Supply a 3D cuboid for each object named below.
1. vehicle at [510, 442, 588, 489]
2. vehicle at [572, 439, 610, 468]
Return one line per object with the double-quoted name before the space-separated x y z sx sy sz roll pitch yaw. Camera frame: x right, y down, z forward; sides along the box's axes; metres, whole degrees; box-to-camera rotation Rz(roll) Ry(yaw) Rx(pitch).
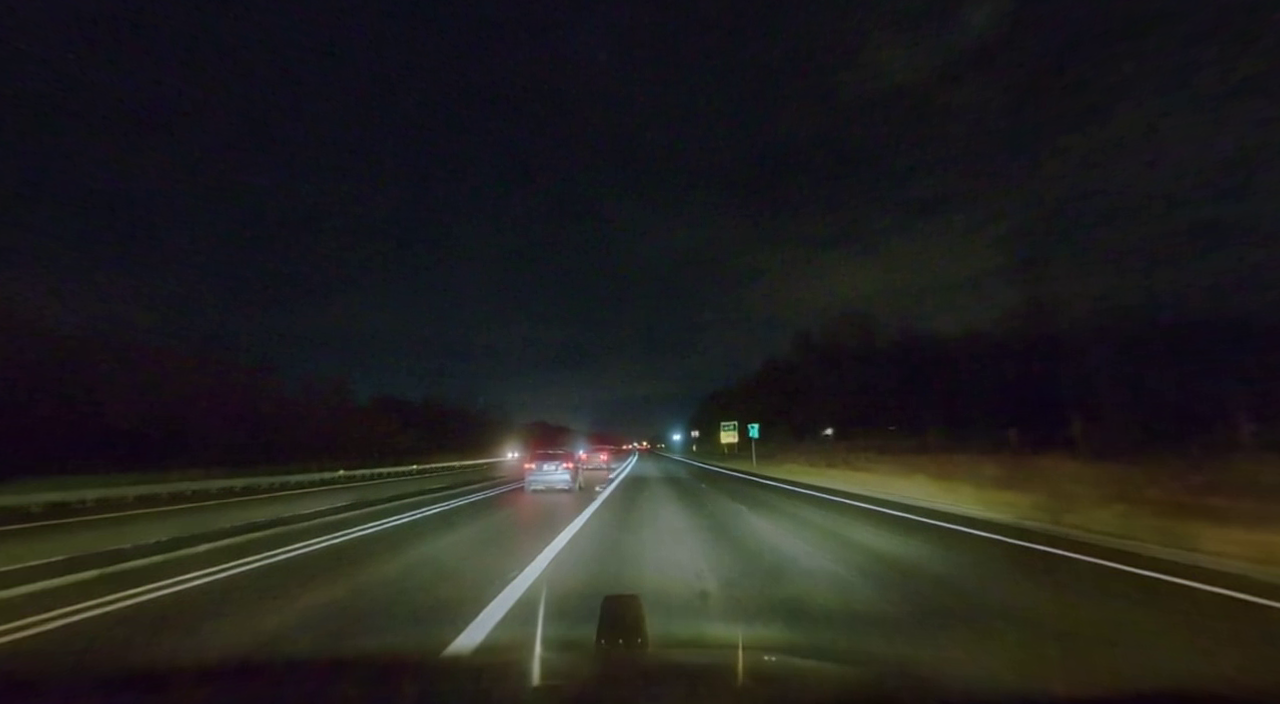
"vehicle" -3.166 4.080 22.947 2.044 1.527 4.607 0 -9 1
"vehicle" -3.279 6.921 43.186 2.177 1.852 4.427 0 -9 1
